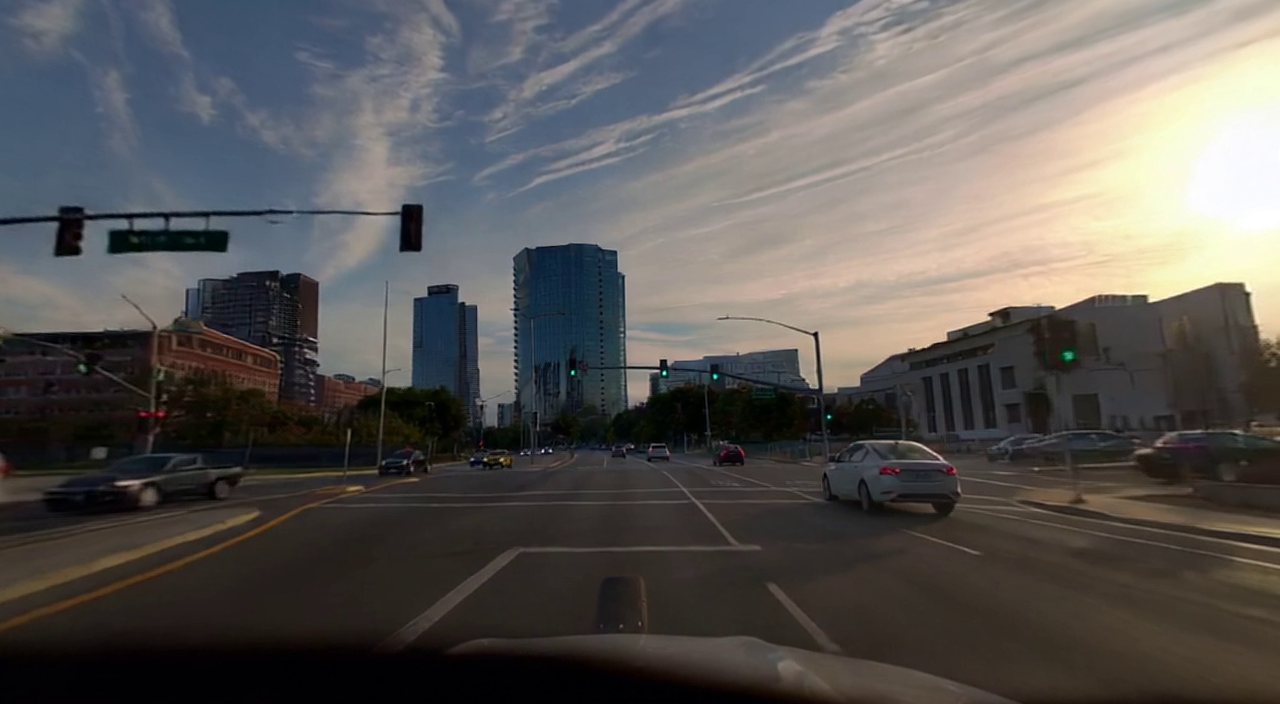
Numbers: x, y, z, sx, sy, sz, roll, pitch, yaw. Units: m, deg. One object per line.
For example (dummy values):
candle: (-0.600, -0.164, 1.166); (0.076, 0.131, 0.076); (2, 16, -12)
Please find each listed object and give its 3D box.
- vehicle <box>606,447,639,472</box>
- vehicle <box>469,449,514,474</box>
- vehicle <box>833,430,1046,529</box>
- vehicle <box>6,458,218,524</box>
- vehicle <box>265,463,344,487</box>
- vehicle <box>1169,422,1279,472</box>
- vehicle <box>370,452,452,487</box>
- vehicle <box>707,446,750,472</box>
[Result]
vehicle: (-1.128, 6.860, 40.238); (2.026, 1.453, 3.780); (0, -9, -2)
vehicle: (-10.545, 7.774, 44.825); (2.022, 1.673, 4.393); (0, -9, 1)
vehicle: (5.675, 2.458, 12.719); (2.056, 1.624, 4.498); (0, -9, 0)
vehicle: (-14.589, 3.828, 17.823); (1.812, 1.508, 4.735); (0, -9, 2)
vehicle: (-23.781, 8.722, 44.700); (1.904, 1.497, 4.685); (-4, -9, 22)
vehicle: (20.638, 3.114, 20.614); (4.589, 1.563, 2.055); (0, -9, 1)
vehicle: (-10.788, 5.527, 29.969); (1.986, 1.505, 4.693); (0, -9, 2)
vehicle: (5.475, 6.647, 39.254); (1.924, 1.527, 4.268); (0, -9, -2)
